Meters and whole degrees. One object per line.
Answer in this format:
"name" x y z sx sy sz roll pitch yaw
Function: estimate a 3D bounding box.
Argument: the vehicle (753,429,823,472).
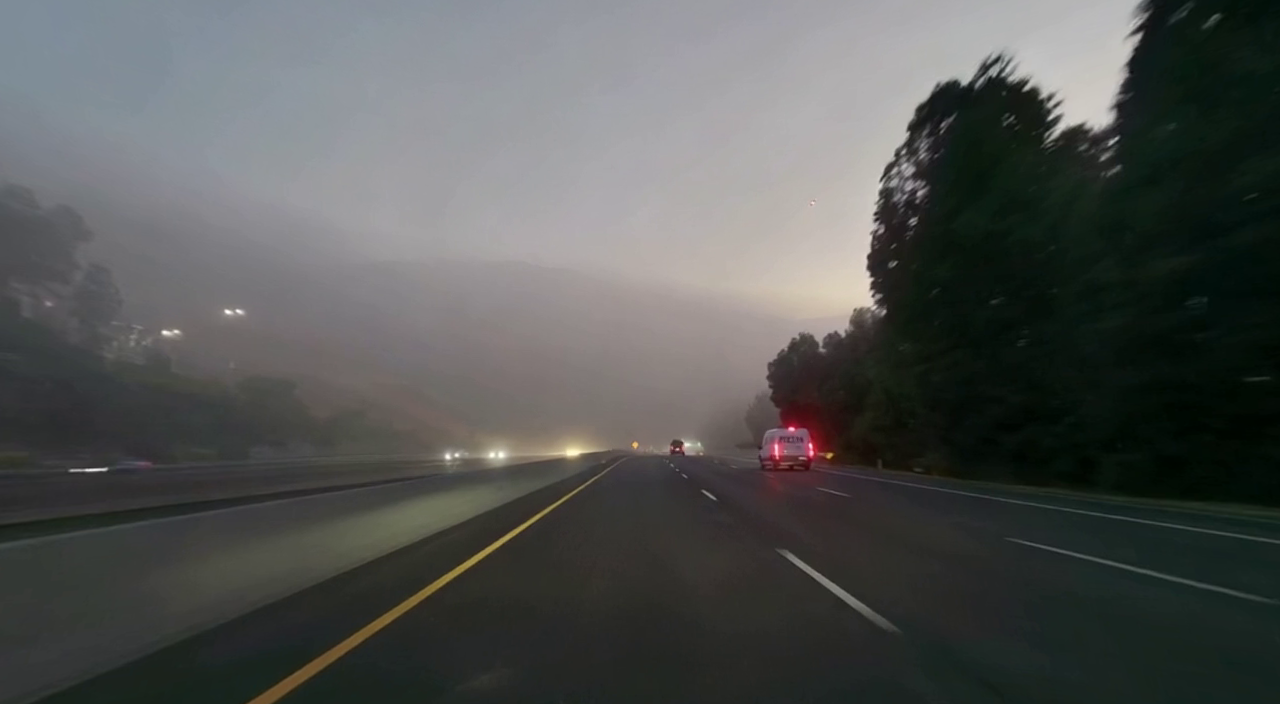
"vehicle" 7.658 5.178 33.302 2.275 2.059 5.543 0 -8 -1

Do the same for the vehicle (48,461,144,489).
"vehicle" -35.373 7.978 41.191 1.933 1.536 4.882 0 -8 -1
